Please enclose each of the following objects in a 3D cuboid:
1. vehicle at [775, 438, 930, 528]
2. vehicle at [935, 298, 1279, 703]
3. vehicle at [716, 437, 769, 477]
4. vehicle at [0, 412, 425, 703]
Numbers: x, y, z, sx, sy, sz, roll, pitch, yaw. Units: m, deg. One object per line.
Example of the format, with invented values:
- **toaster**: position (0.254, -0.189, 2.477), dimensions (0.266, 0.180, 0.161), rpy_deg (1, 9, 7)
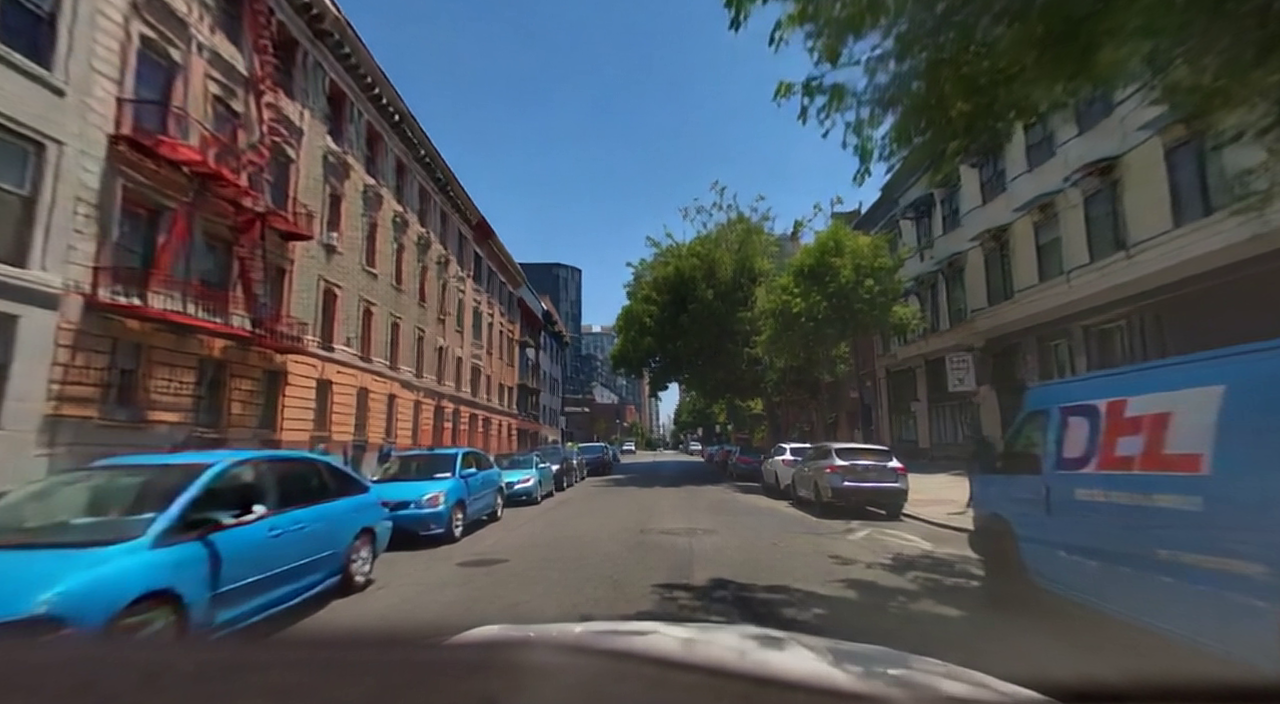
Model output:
- **vehicle**: position (4.092, 2.534, 12.864), dimensions (1.896, 1.549, 3.845), rpy_deg (0, -8, 1)
- **vehicle**: position (3.985, 0.903, 3.704), dimensions (2.186, 2.024, 4.901), rpy_deg (0, -8, 1)
- **vehicle**: position (4.909, 5.066, 30.717), dimensions (1.879, 1.802, 4.574), rpy_deg (0, -8, 1)
- **vehicle**: position (-3.229, 1.258, 4.575), dimensions (1.867, 1.519, 3.920), rpy_deg (2, -5, 1)
